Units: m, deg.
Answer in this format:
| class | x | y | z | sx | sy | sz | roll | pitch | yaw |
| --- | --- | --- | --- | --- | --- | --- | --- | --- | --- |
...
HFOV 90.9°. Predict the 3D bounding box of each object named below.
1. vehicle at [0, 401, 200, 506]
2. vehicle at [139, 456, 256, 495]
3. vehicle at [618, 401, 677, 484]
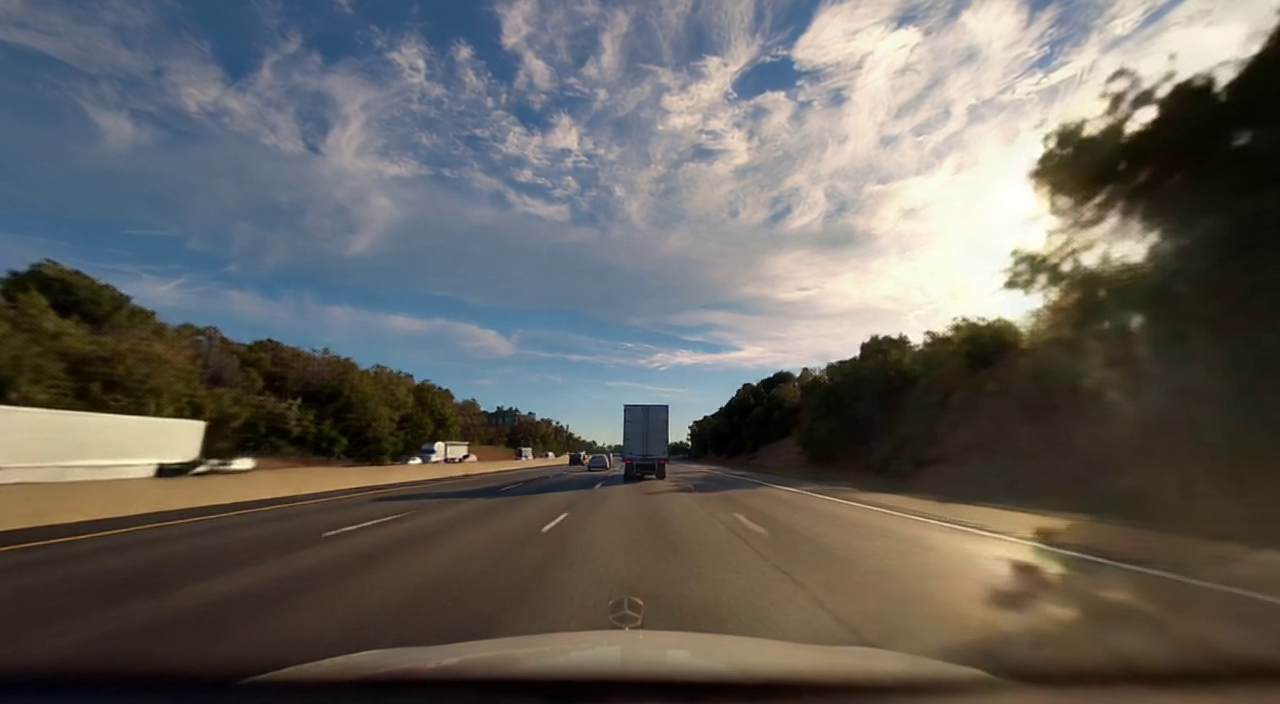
| class | x | y | z | sx | sy | sz | roll | pitch | yaw |
| --- | --- | --- | --- | --- | --- | --- | --- | --- | --- |
| vehicle | -26.024 | 4.490 | 27.982 | 2.846 | 3.978 | 13.837 | 0 | -9 | 1 |
| vehicle | -18.628 | 5.202 | 26.802 | 1.810 | 1.486 | 4.269 | 0 | -9 | 1 |
| vehicle | 0.237 | 5.419 | 37.163 | 2.875 | 4.056 | 12.312 | 0 | -9 | -1 |
